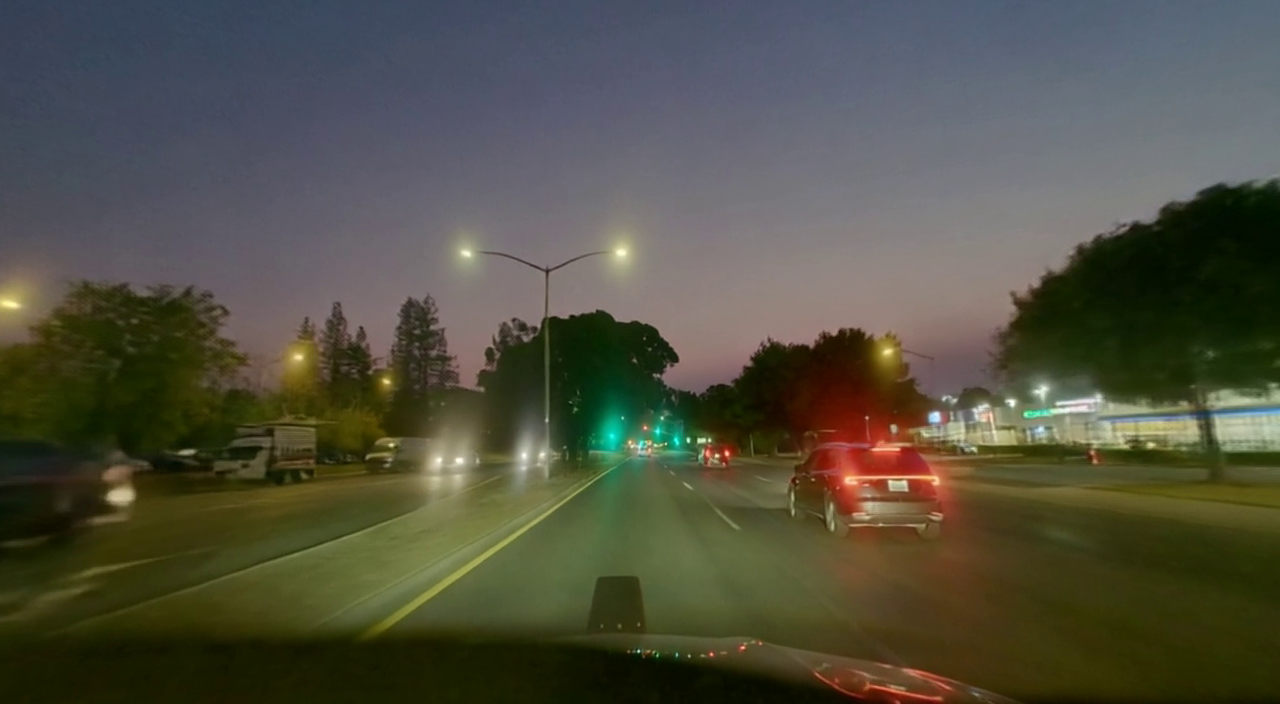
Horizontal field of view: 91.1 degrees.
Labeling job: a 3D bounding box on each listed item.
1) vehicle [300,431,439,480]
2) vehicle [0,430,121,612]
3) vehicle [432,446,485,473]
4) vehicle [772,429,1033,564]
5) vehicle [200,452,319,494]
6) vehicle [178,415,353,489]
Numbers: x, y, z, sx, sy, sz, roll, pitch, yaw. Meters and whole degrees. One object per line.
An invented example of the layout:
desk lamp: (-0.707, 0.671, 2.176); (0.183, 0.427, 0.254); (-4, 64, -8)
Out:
vehicle: (-18.256, 7.197, 44.417); (2.964, 2.641, 15.868); (-3, -8, 0)
vehicle: (-6.124, 1.212, 3.958); (1.923, 1.471, 4.646); (0, -9, -4)
vehicle: (-11.854, 7.029, 41.303); (2.018, 1.639, 4.764); (-1, -9, 1)
vehicle: (3.435, 1.964, 9.340); (1.935, 1.501, 4.384); (0, -9, -1)
vehicle: (-14.973, 4.755, 25.077); (1.859, 1.452, 4.608); (0, -9, 0)
vehicle: (-18.233, 5.042, 31.758); (3.043, 2.916, 9.736); (-4, -9, -1)
